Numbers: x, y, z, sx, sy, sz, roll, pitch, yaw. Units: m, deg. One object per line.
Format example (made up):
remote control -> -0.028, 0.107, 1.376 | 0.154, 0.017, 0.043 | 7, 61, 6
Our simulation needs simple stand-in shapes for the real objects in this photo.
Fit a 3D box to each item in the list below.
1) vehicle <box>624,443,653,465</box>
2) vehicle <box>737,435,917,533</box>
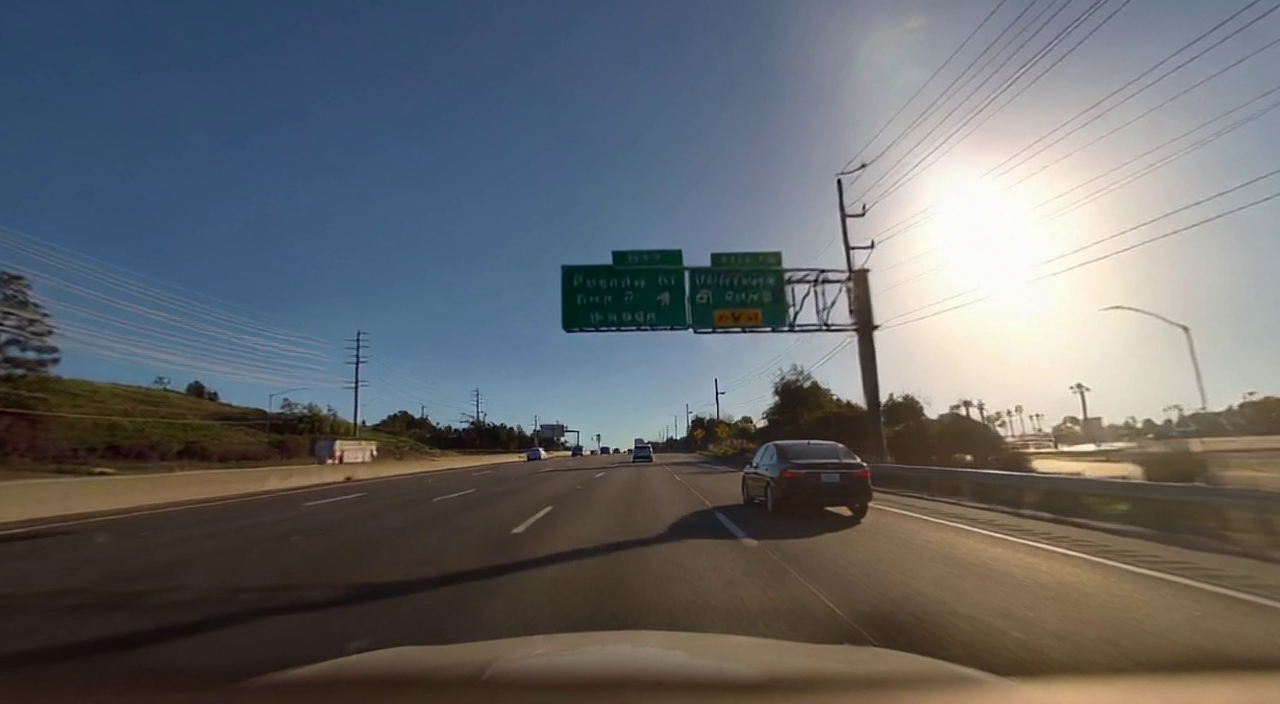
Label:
vehicle -> -0.091, 7.453, 46.224 | 2.036, 1.474, 3.969 | 0, -8, 0
vehicle -> 3.307, 2.424, 12.251 | 2.060, 1.526, 4.387 | 0, -8, -1
